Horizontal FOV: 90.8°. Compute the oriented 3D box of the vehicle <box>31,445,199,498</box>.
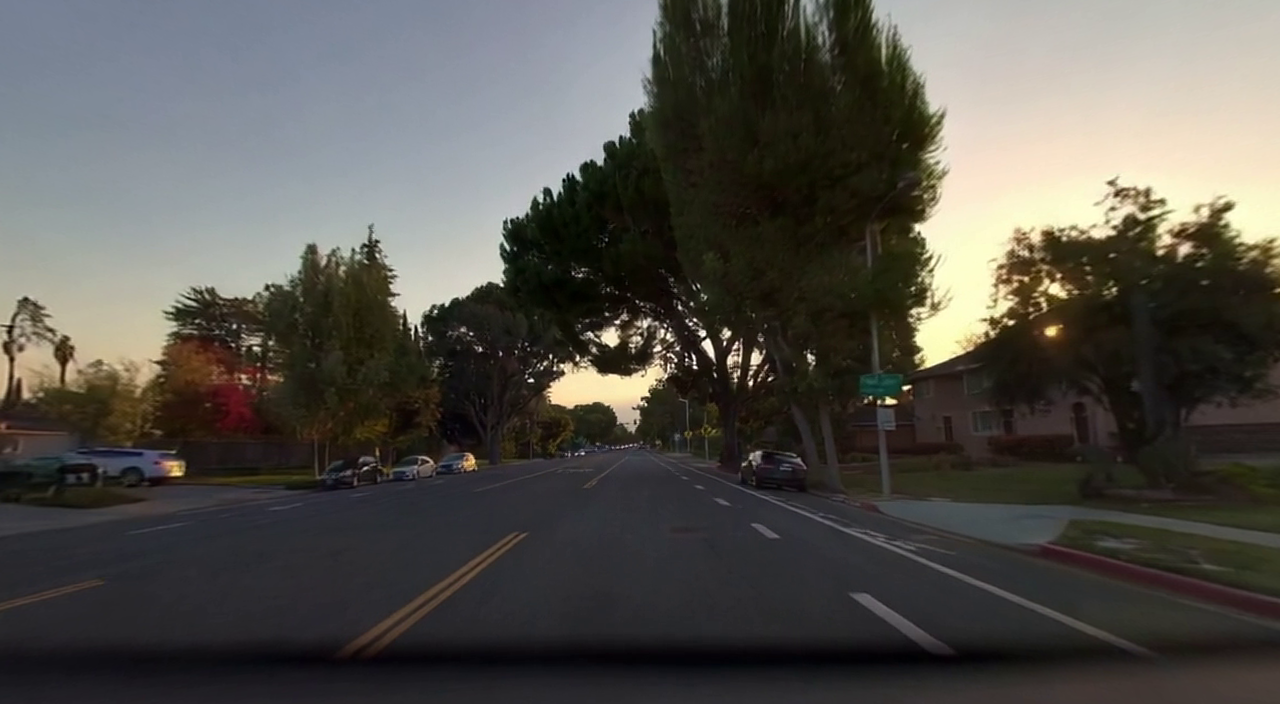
[{"bbox_3d":[-19.959,4.514,24.204,4.461,1.886,2.072,0,-8,-1],"label":"vehicle"}]

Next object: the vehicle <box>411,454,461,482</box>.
[{"bbox_3d":[-12.660,7.193,39.478,1.775,1.516,4.304,-3,-8,-1],"label":"vehicle"}]

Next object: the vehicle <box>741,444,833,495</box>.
[{"bbox_3d":[4.700,3.815,20.945,1.925,1.482,4.746,0,-8,0],"label":"vehicle"}]

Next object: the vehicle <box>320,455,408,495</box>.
[{"bbox_3d":[-12.311,5.495,28.529,1.940,1.452,4.485,-3,-9,0],"label":"vehicle"}]
